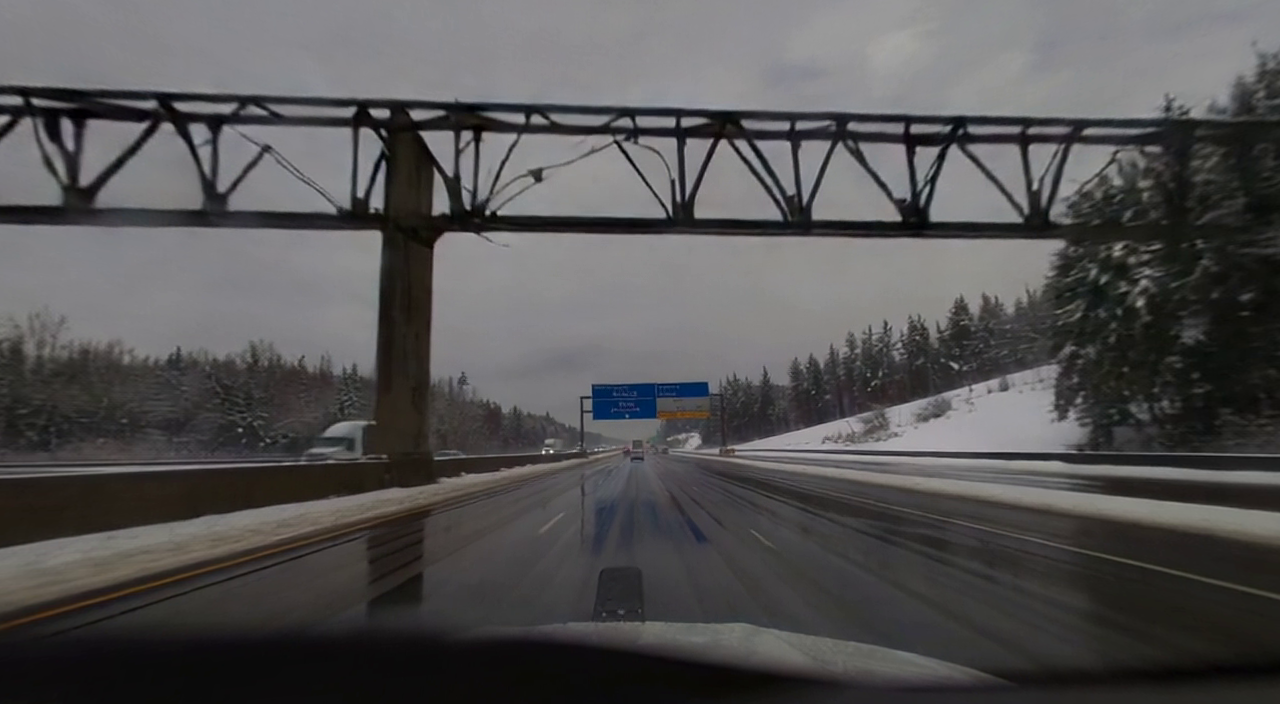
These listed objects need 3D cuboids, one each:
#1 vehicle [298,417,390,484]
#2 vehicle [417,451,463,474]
[{"bbox_3d":[-18.688,6.262,40.297,2.880,3.889,5.961,0,-9,0],"label":"vehicle"},{"bbox_3d":[-14.892,8.270,47.318,1.944,1.603,4.591,0,-9,0],"label":"vehicle"}]
